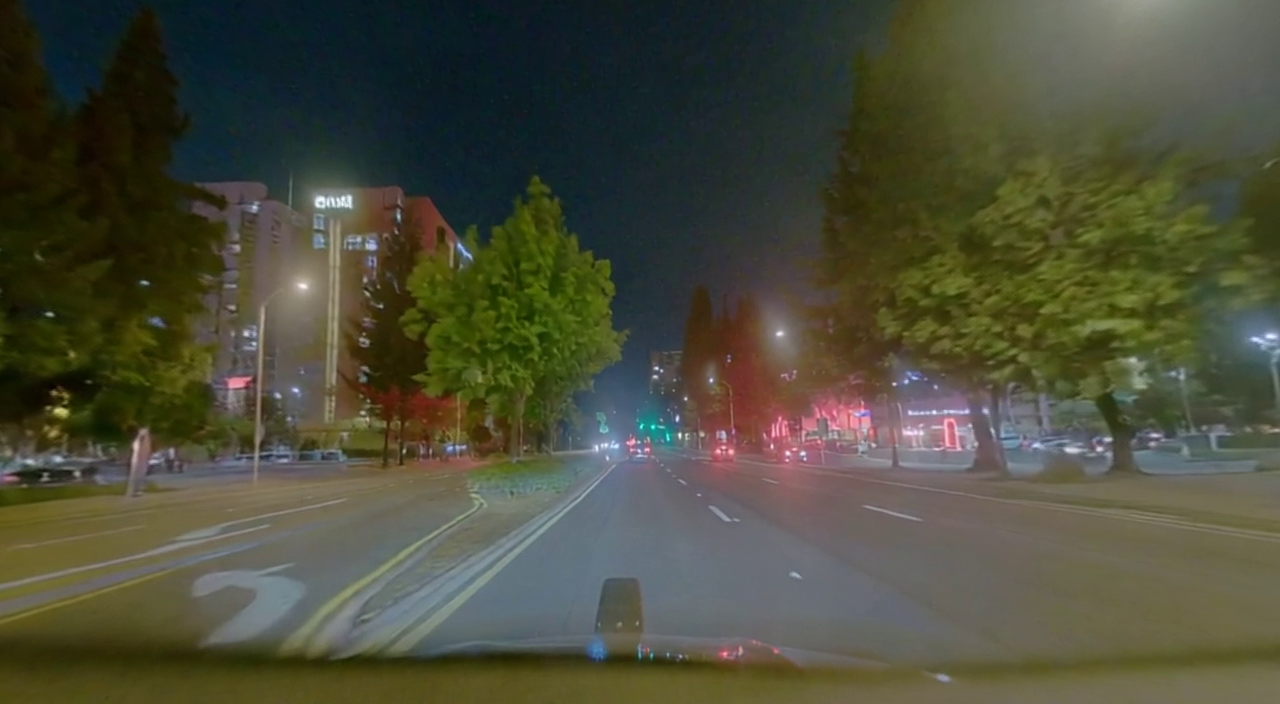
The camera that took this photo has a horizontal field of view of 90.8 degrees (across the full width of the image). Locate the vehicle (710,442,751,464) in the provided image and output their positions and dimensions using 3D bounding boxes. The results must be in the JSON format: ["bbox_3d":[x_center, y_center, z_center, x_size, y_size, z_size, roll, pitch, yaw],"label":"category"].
[{"bbox_3d":[6.335,7.114,44.738,2.024,1.475,4.600,0,-8,-2],"label":"vehicle"}]

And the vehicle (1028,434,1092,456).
[{"bbox_3d":[31.621,7.072,47.712,1.767,1.549,4.422,1,-9,0],"label":"vehicle"}]
